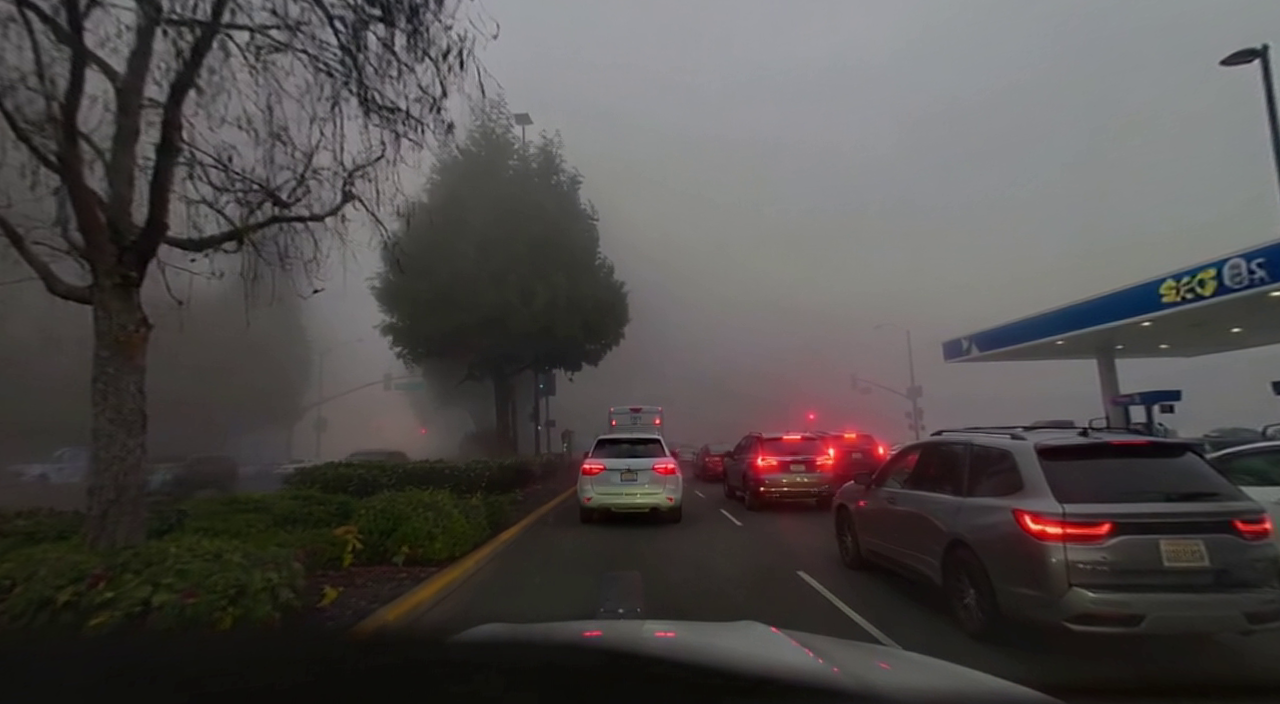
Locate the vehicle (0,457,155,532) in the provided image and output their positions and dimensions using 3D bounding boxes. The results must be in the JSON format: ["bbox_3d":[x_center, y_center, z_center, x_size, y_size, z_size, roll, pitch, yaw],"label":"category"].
[{"bbox_3d":[-14.357,3.318,15.179,1.883,1.479,4.471,0,-9,0],"label":"vehicle"}]

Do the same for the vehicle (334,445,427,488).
[{"bbox_3d":[-11.062,4.865,27.337,2.055,1.663,4.637,0,-9,0],"label":"vehicle"}]

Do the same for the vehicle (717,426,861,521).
[{"bbox_3d":[2.928,2.501,13.456,1.995,1.677,4.106,0,-9,-1],"label":"vehicle"}]

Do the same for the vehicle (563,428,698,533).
[{"bbox_3d":[-0.183,2.289,11.765,2.106,1.613,3.697,0,-9,-1],"label":"vehicle"}]

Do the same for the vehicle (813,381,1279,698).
[{"bbox_3d":[3.325,1.336,5.720,2.056,1.700,4.399,0,-9,-3],"label":"vehicle"}]

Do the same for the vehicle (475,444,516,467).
[{"bbox_3d":[-11.346,8.164,49.881,2.083,1.719,4.497,-1,-9,1],"label":"vehicle"}]
